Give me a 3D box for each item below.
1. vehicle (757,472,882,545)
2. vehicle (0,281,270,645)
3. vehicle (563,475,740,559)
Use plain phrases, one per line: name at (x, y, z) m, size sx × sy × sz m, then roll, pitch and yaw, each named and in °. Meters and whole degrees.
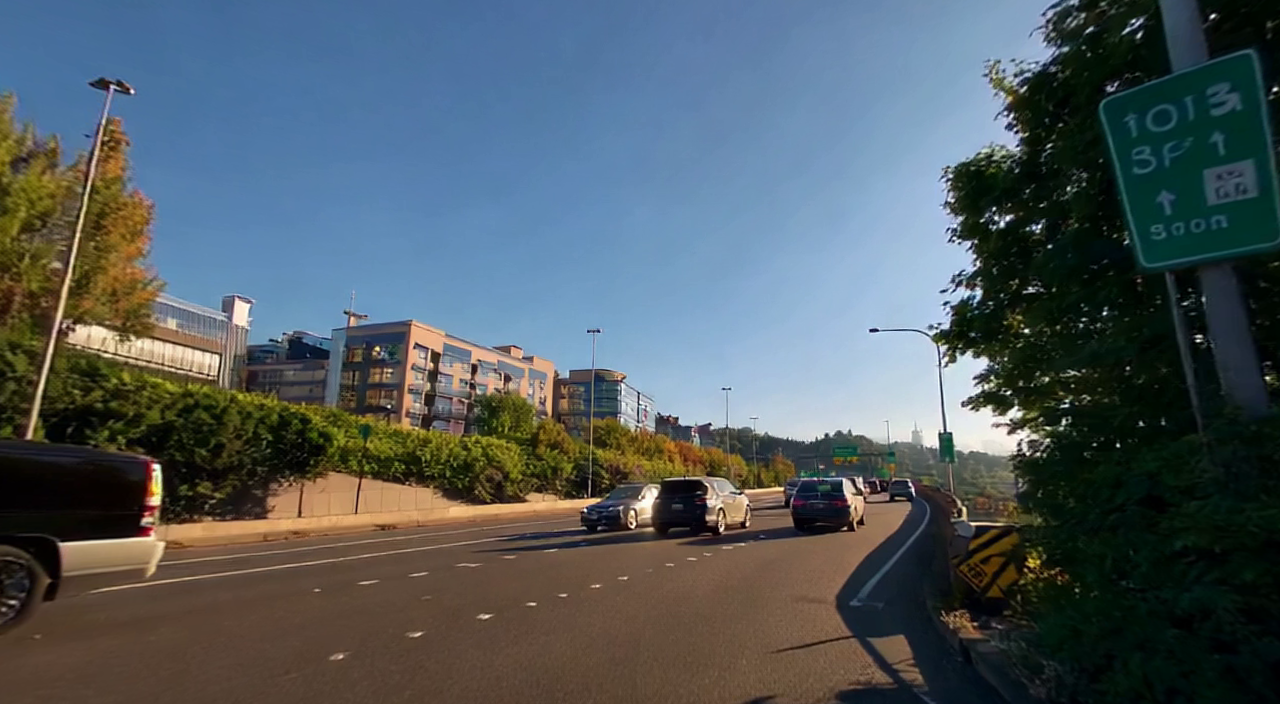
vehicle at (4.609, 3.785, 15.736) m, size 2.129 × 1.471 × 4.258 m, roll -4°, pitch -12°, yaw 27°
vehicle at (-7.557, 0.918, 5.539) m, size 2.616 × 3.316 × 6.739 m, roll -4°, pitch -12°, yaw 27°
vehicle at (0.509, 3.516, 14.067) m, size 2.030 × 1.441 × 4.806 m, roll -4°, pitch -12°, yaw 26°
